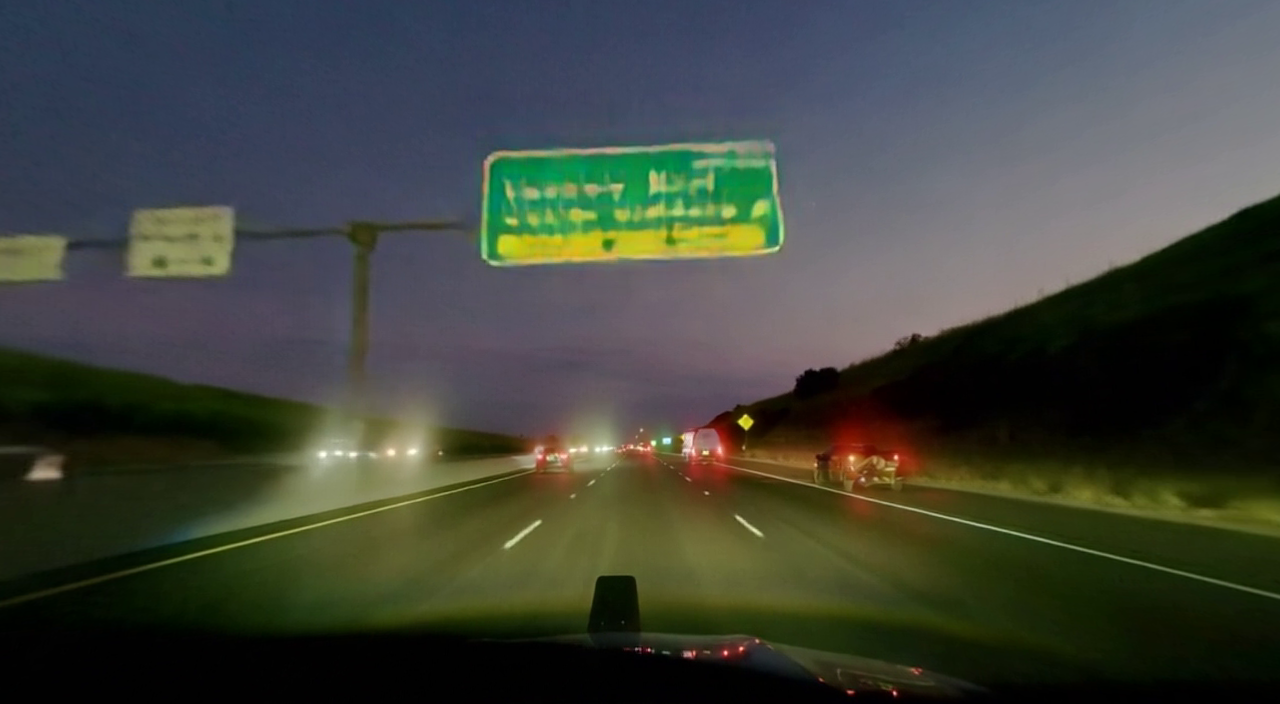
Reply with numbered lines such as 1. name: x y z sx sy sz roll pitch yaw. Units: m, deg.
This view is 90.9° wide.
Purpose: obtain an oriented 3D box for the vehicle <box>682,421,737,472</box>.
1. vehicle: 3.852 5.402 36.025 2.361 2.636 5.684 0 -9 -1

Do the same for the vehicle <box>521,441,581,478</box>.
1. vehicle: -3.936 4.881 28.725 2.054 1.529 4.368 0 -9 1
